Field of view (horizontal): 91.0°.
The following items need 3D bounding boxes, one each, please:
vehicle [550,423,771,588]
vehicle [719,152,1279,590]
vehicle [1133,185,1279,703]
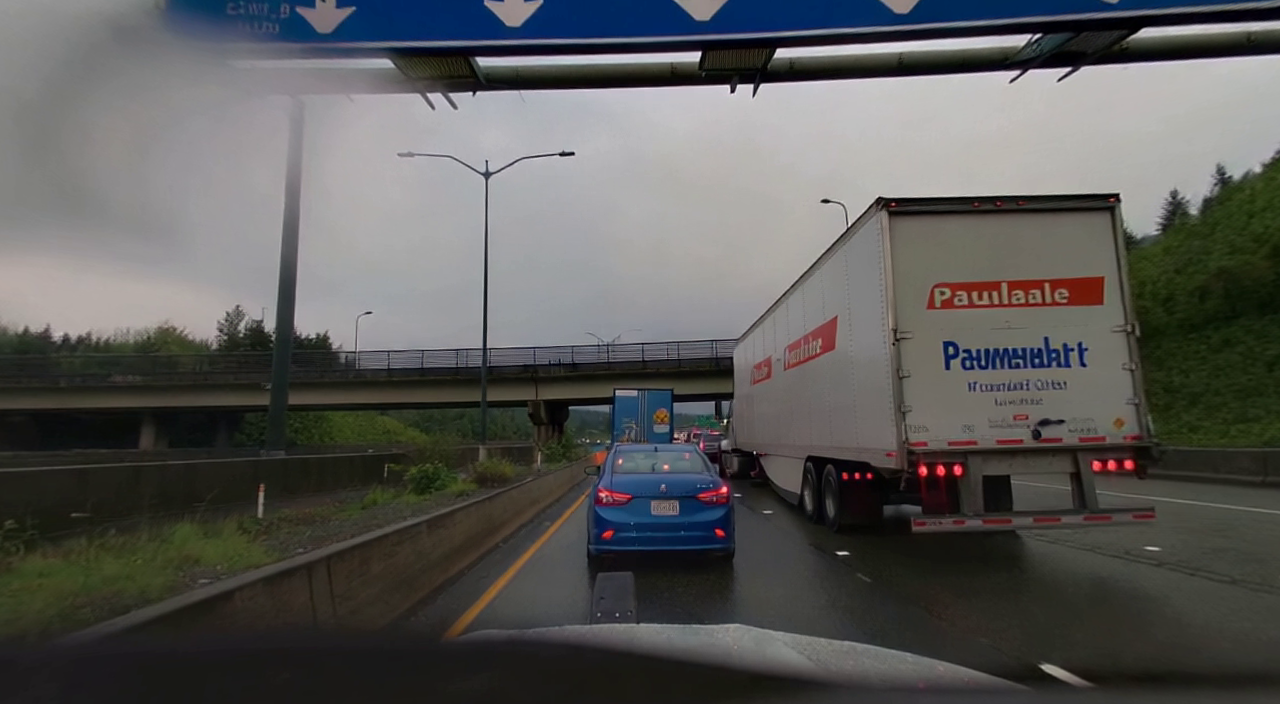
[{"bbox_3d":[0.174,1.682,7.700,2.045,1.490,3.597,-1,-8,0],"label":"vehicle"},{"bbox_3d":[4.184,1.073,12.959,2.827,4.081,14.305,0,-8,-2],"label":"vehicle"},{"bbox_3d":[4.734,0.109,0.631,2.892,2.615,6.650,0,-8,-2],"label":"vehicle"}]
